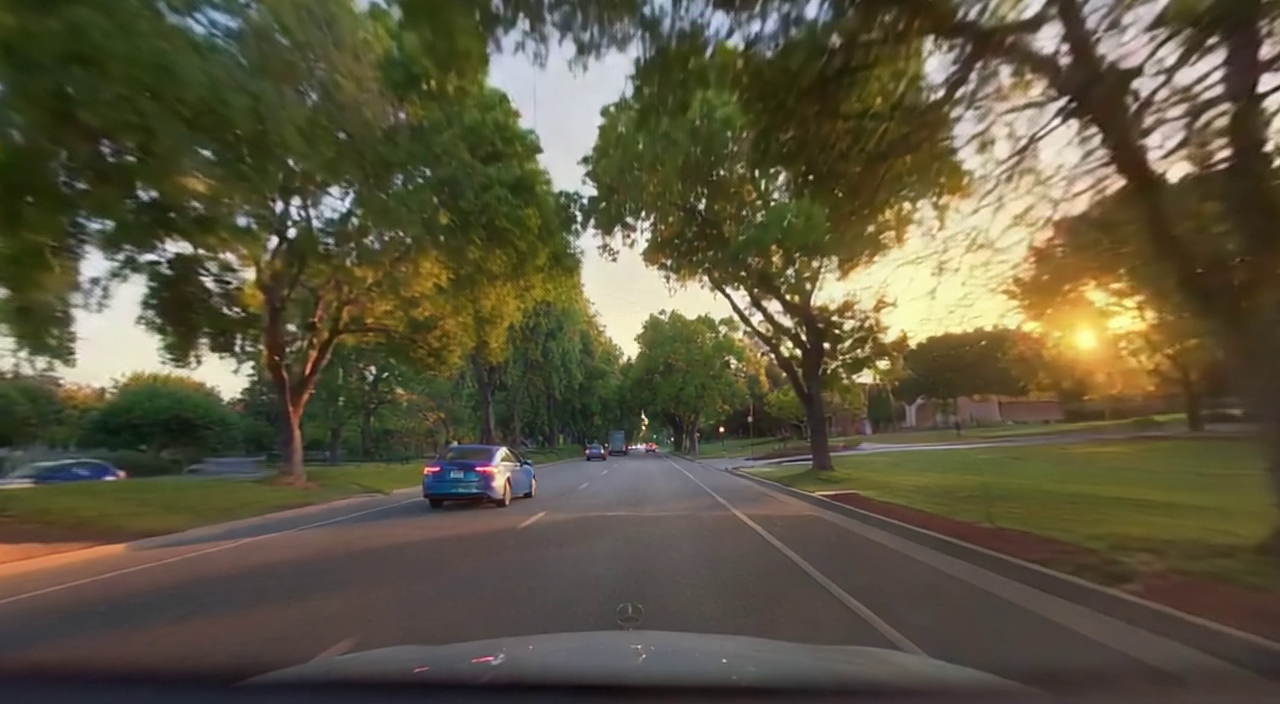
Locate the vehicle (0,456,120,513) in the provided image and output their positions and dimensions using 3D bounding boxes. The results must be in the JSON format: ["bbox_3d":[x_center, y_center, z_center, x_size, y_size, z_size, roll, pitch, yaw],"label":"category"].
[{"bbox_3d":[-18.188,3.870,18.650,1.839,1.458,4.402,-1,-9,0],"label":"vehicle"}]

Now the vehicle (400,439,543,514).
[{"bbox_3d":[-3.728,2.842,14.899,2.033,1.454,4.512,-1,-9,2],"label":"vehicle"}]

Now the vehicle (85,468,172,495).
[{"bbox_3d":[-31.739,8.002,39.279,1.692,1.390,4.342,-1,-8,3],"label":"vehicle"}]
